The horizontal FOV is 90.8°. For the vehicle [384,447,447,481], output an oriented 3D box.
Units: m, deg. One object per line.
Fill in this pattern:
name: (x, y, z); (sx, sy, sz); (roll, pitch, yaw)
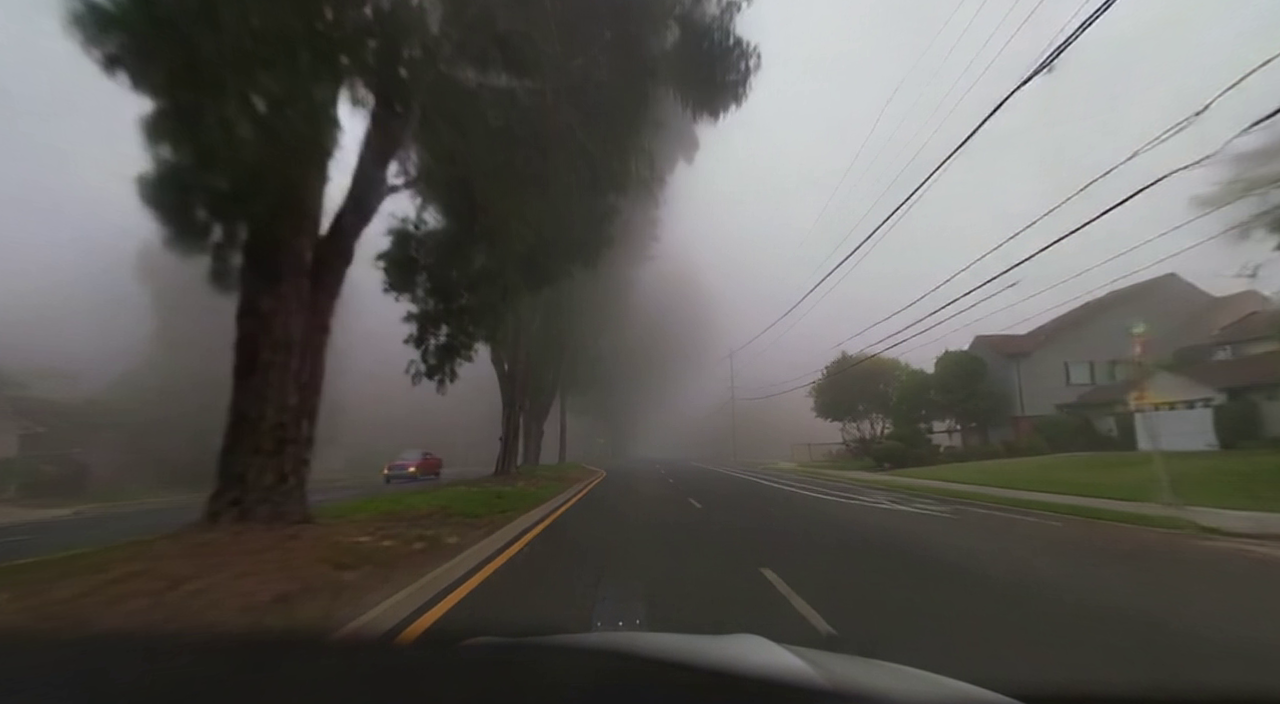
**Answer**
vehicle: (-13.503, 6.724, 38.361); (2.112, 1.847, 4.765); (0, -8, -1)
